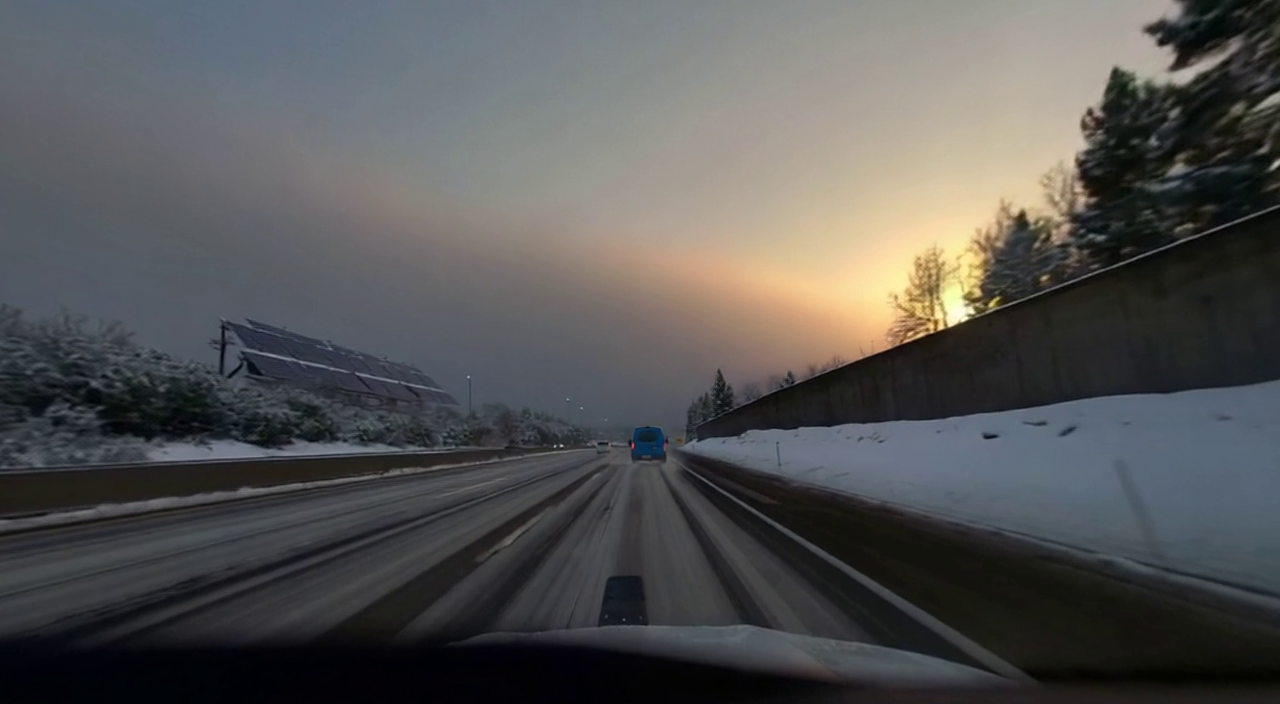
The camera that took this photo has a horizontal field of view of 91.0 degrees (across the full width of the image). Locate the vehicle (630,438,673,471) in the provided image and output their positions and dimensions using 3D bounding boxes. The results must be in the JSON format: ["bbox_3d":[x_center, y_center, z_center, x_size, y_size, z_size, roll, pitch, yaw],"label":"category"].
[{"bbox_3d":[0.509,5.016,31.017,1.997,1.484,3.409,0,-8,-1],"label":"vehicle"}]
